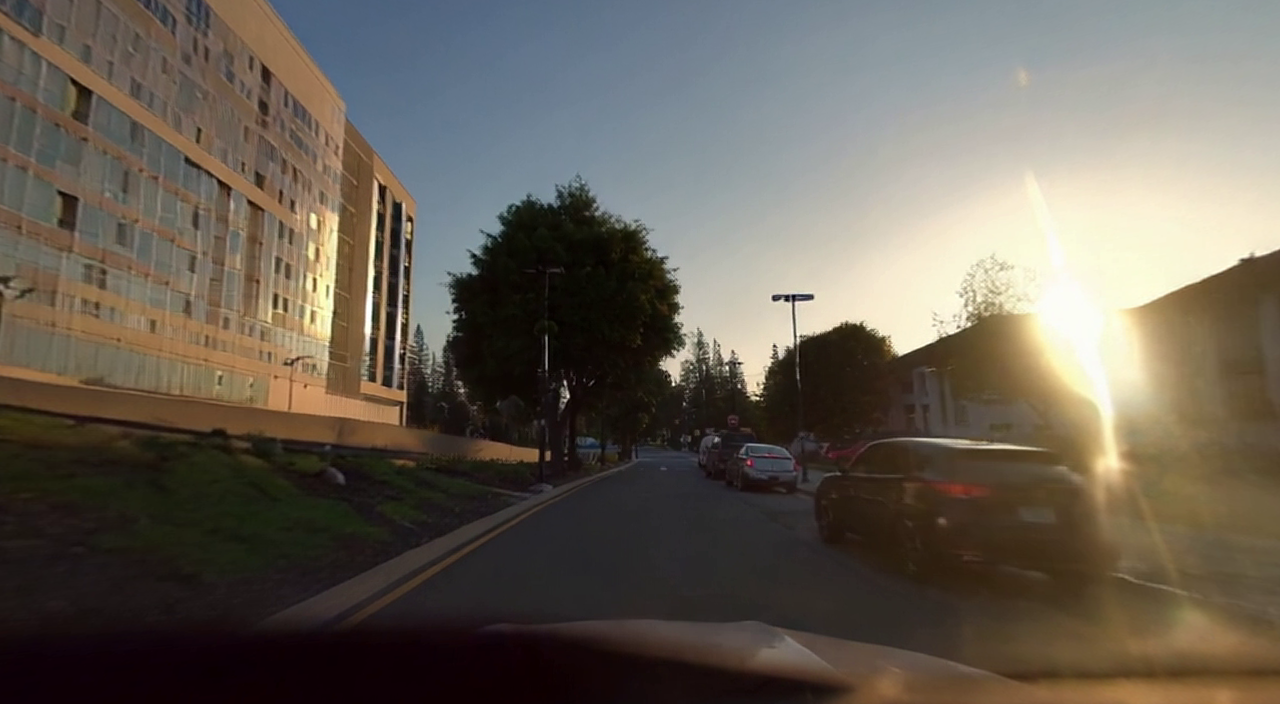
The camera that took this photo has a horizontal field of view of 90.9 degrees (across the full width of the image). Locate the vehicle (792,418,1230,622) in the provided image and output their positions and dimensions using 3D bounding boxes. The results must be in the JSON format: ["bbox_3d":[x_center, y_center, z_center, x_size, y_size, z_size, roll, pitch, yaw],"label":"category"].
[{"bbox_3d":[3.282,1.575,6.969,2.024,1.475,4.565,0,-9,-1],"label":"vehicle"}]

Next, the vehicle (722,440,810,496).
[{"bbox_3d":[3.581,3.371,18.735,1.848,1.442,4.425,-1,-9,2],"label":"vehicle"}]
